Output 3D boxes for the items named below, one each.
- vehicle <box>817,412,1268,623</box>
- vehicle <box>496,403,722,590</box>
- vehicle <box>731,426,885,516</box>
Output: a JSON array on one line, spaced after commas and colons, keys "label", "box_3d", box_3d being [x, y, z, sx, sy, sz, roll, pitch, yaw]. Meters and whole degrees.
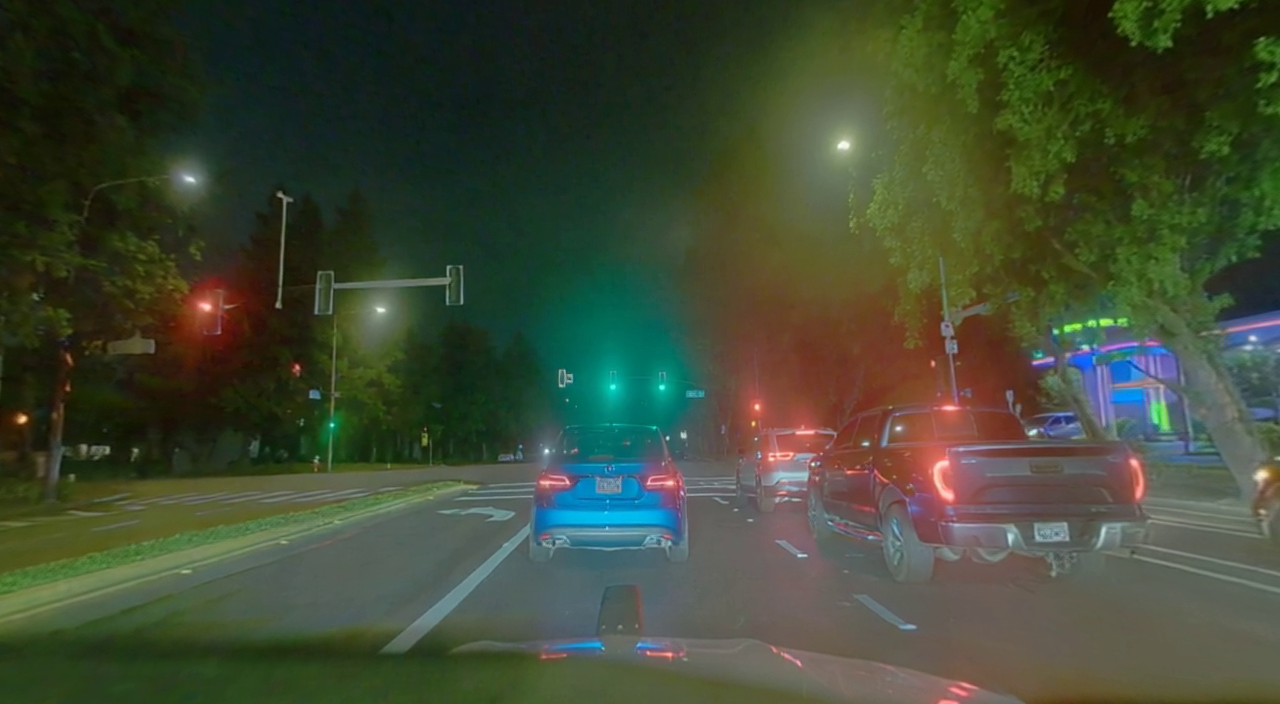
[{"label": "vehicle", "box_3d": [3.658, 1.573, 7.067, 1.955, 1.550, 4.587, 0, -8, -1]}, {"label": "vehicle", "box_3d": [-0.282, 1.584, 7.634, 2.037, 1.674, 3.693, 0, -8, 0]}, {"label": "vehicle", "box_3d": [3.374, 2.484, 13.690, 2.031, 1.626, 4.264, 0, -8, -2]}]
